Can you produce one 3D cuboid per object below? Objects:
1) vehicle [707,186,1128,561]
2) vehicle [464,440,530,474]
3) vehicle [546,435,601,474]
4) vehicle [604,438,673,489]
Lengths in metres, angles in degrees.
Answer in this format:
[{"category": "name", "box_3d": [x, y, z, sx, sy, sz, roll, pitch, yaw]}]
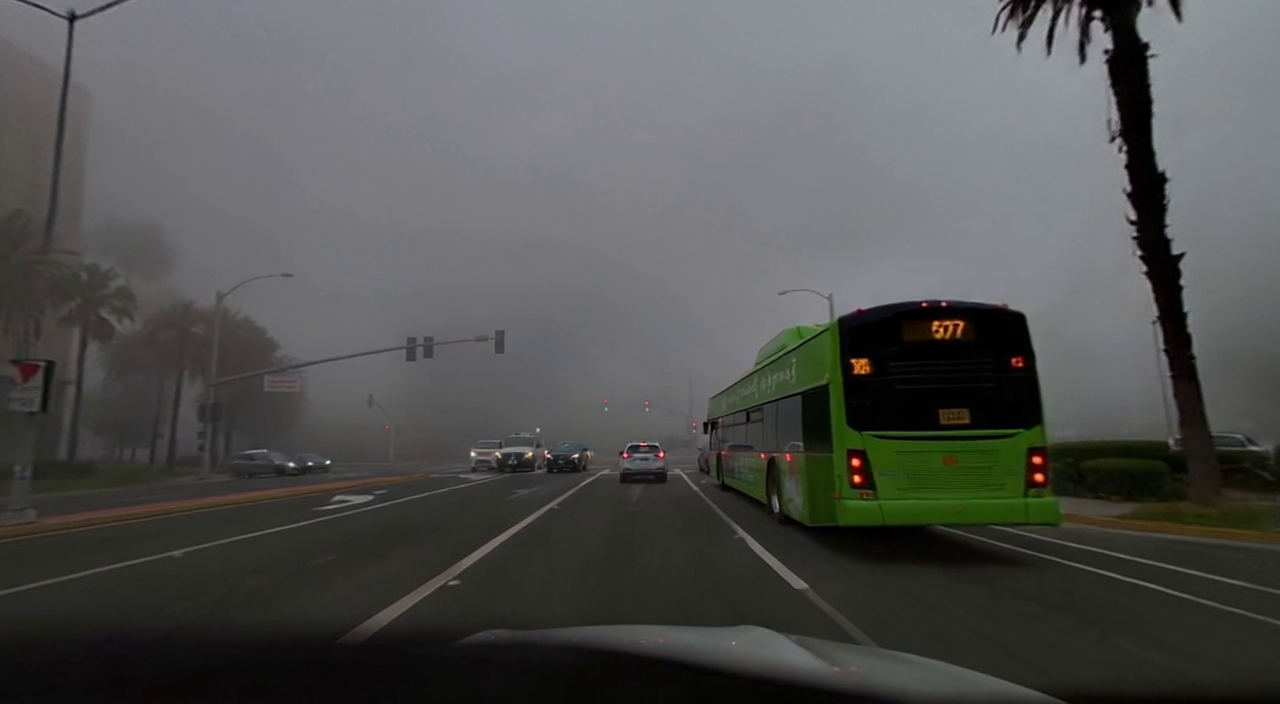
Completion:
[{"category": "vehicle", "box_3d": [3.567, 1.159, 13.471, 2.970, 4.015, 13.606, 0, -9, 1]}, {"category": "vehicle", "box_3d": [-6.791, 5.055, 30.569, 1.927, 1.480, 4.832, 0, -9, 2]}, {"category": "vehicle", "box_3d": [-3.140, 4.962, 30.666, 2.020, 1.721, 4.366, 0, -9, 2]}, {"category": "vehicle", "box_3d": [-0.016, 3.605, 20.761, 2.060, 1.499, 3.831, 0, -9, 1]}]
